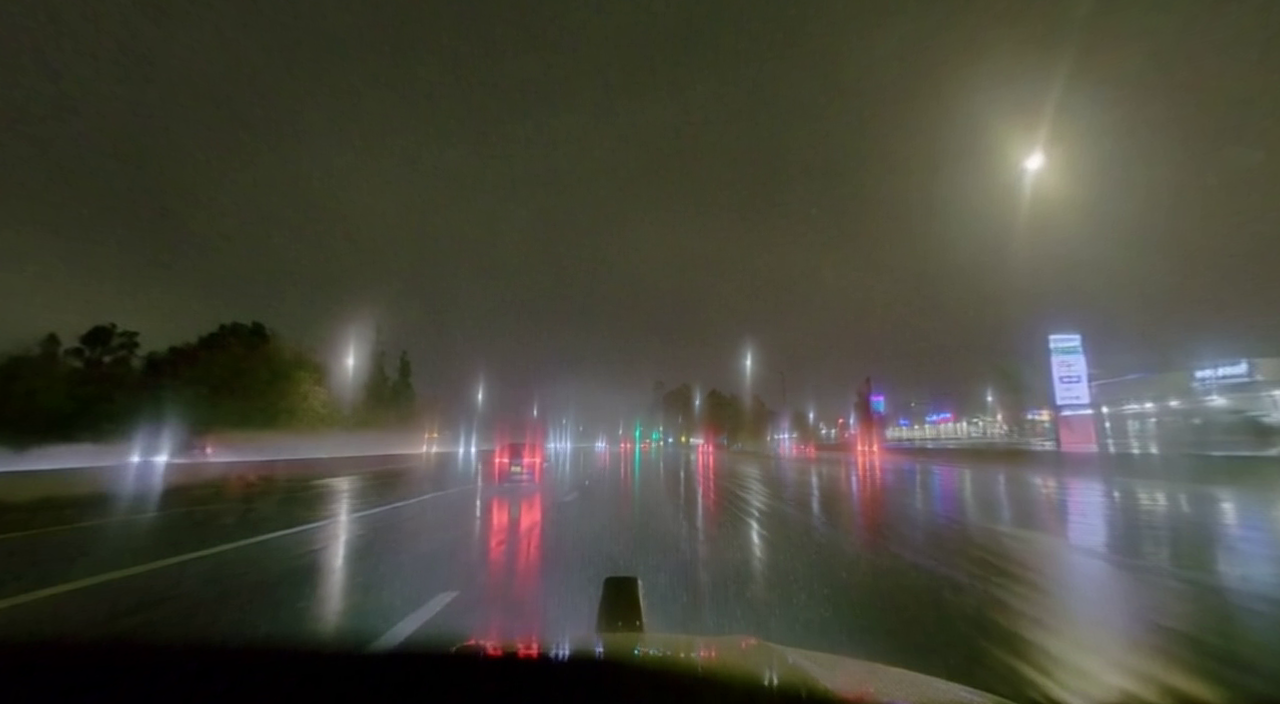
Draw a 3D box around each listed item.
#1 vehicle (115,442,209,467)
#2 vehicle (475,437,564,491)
[{"bbox_3d":[-34.004,7.291,45.168,2.160,1.680,5.783,0,-8,1],"label":"vehicle"},{"bbox_3d":[-3.683,3.481,20.067,1.939,1.508,4.272,0,-8,1],"label":"vehicle"}]
